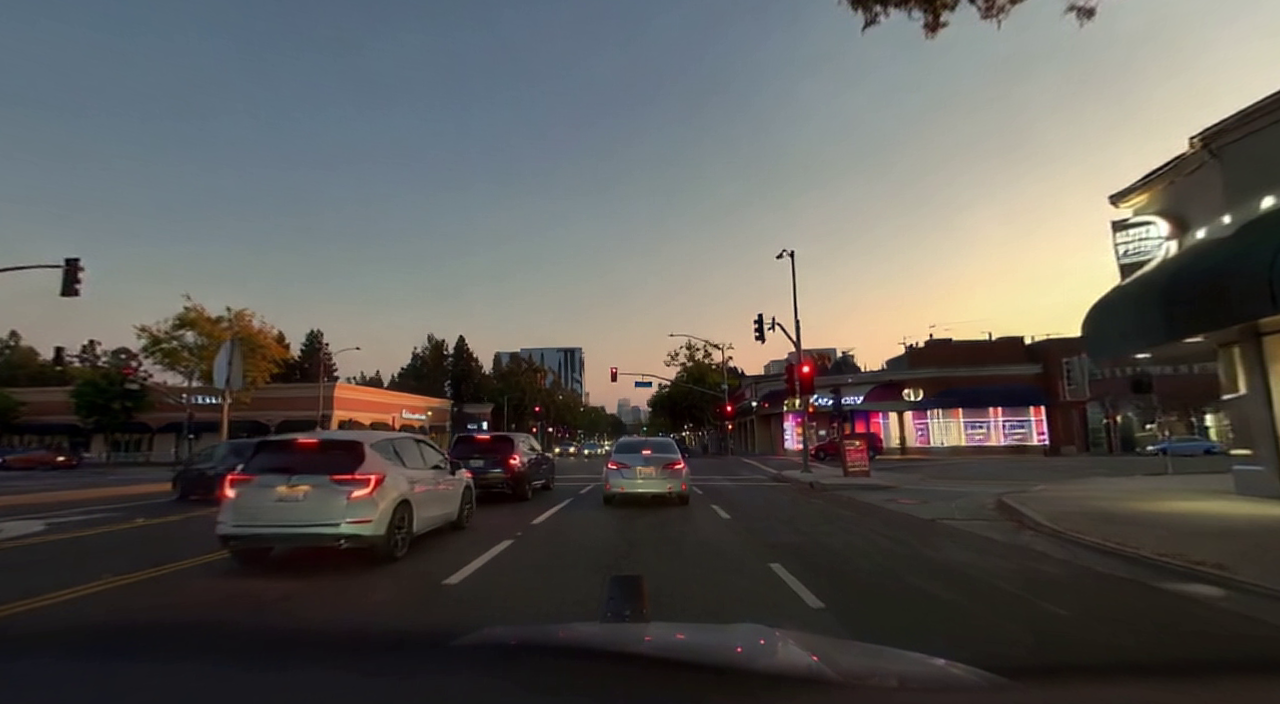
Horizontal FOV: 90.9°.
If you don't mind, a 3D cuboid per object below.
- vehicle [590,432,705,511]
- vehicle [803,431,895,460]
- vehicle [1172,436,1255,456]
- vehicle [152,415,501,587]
[{"bbox_3d":[0.236,2.633,14.408,2.258,1.507,3.896,-1,-8,3],"label":"vehicle"},{"bbox_3d":[13.078,5.866,39.617,5.032,1.762,1.982,0,-8,0],"label":"vehicle"},{"bbox_3d":[43.691,7.150,48.039,4.582,1.442,1.860,0,-8,-3],"label":"vehicle"},{"bbox_3d":[-3.290,1.653,7.870,2.029,1.517,4.375,0,-8,1],"label":"vehicle"}]
